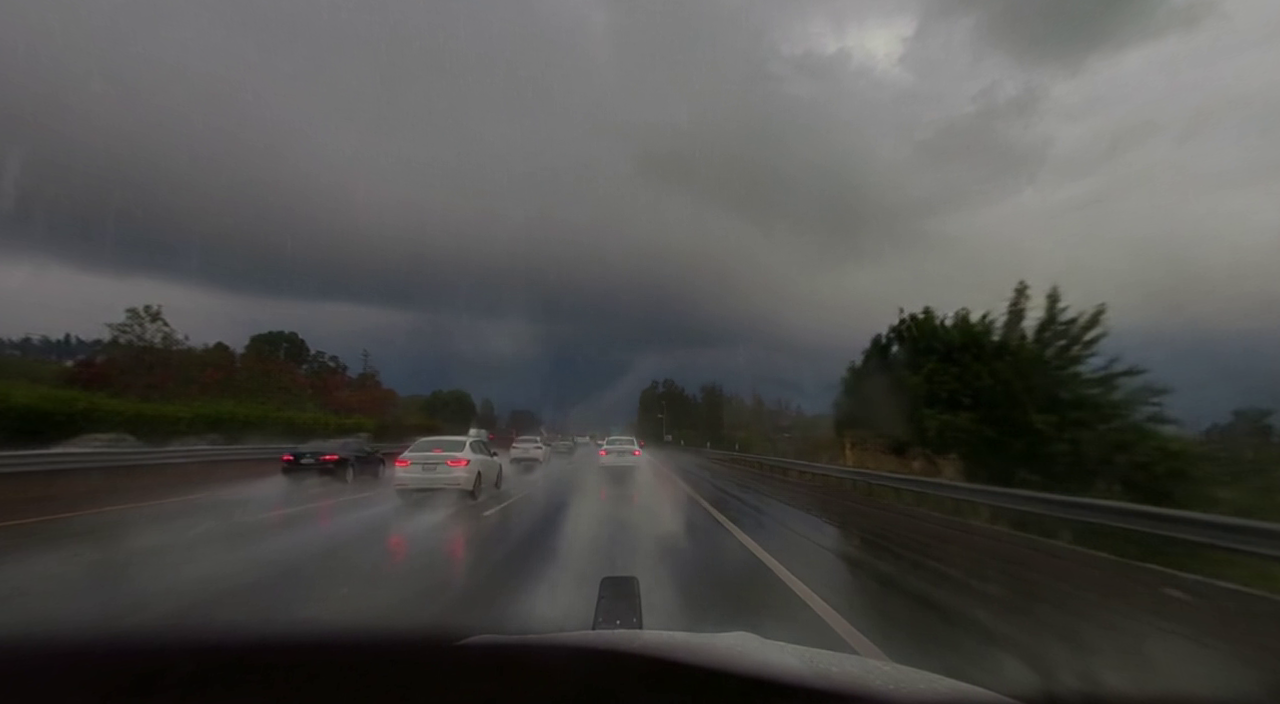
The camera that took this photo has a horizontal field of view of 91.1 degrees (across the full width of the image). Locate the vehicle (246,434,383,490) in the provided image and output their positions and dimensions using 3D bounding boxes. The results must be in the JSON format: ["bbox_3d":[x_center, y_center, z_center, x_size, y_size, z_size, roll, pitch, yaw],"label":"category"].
[{"bbox_3d":[-9.226,3.109,18.247,1.850,1.439,3.932,0,-8,0],"label":"vehicle"}]

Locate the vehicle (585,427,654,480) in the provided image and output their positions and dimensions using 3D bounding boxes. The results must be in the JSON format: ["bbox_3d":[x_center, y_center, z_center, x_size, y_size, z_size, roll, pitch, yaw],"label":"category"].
[{"bbox_3d":[-0.697,3.505,21.995,2.178,1.658,3.916,0,-8,-1],"label":"vehicle"}]

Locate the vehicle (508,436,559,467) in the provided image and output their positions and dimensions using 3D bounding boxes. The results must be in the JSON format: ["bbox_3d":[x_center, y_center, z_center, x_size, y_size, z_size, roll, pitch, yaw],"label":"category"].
[{"bbox_3d":[-5.197,4.877,31.102,1.835,1.432,3.835,0,-8,0],"label":"vehicle"}]

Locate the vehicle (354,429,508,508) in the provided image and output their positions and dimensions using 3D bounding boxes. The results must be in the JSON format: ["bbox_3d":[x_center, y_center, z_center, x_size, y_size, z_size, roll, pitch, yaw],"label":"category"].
[{"bbox_3d":[-4.426,2.504,14.139,1.971,1.464,4.386,0,-8,0],"label":"vehicle"}]
